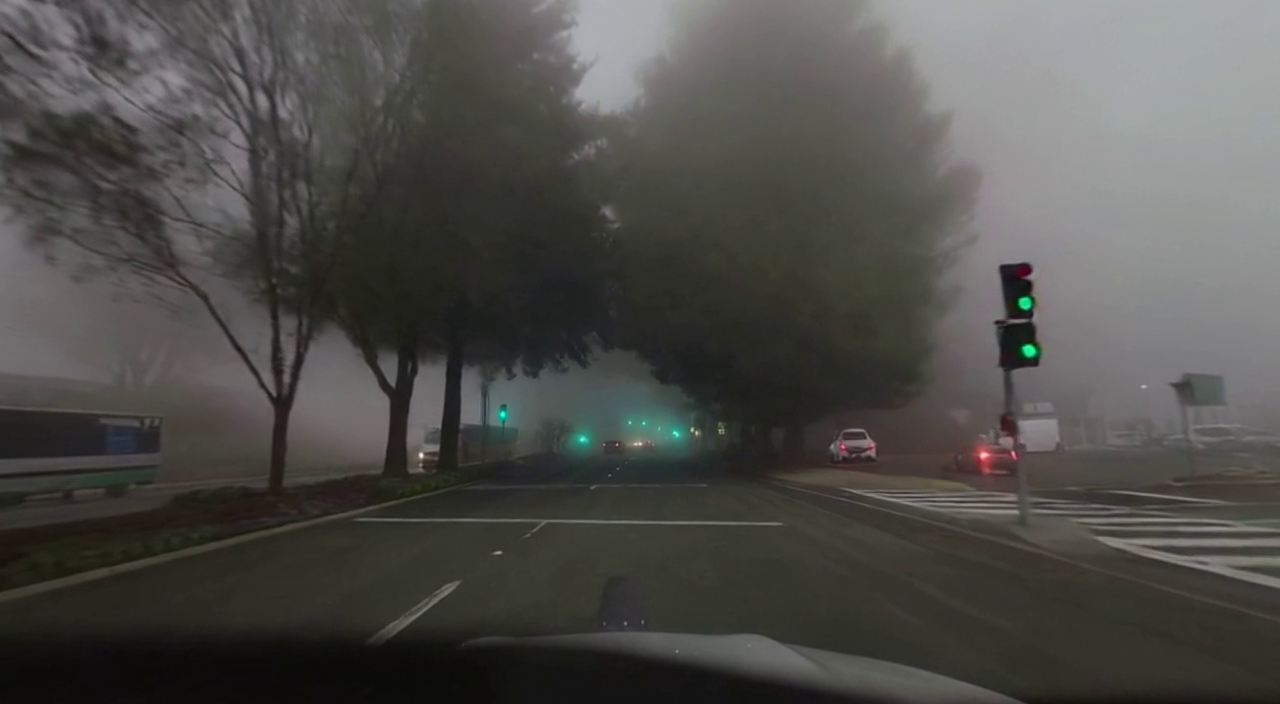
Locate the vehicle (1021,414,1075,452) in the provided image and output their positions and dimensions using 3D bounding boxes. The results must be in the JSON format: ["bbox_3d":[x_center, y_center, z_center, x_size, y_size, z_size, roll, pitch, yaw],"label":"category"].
[{"bbox_3d":[30.084,5.938,46.343,2.454,2.572,5.082,-9,-10,39],"label":"vehicle"}]

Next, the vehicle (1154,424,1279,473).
[{"bbox_3d":[23.808,3.857,25.103,4.999,1.814,2.158,-7,-11,39],"label":"vehicle"}]

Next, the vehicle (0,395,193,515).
[{"bbox_3d":[-19.137,3.129,19.277,2.958,3.304,10.523,0,-9,1],"label":"vehicle"}]

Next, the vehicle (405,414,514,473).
[{"bbox_3d":[-10.881,5.816,40.079,3.031,3.093,13.352,0,-9,0],"label":"vehicle"}]

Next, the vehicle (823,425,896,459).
[{"bbox_3d":[14.459,5.983,41.745,4.203,2.206,1.934,-1,-9,7],"label":"vehicle"}]

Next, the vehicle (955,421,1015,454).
[{"bbox_3d":[24.027,6.001,43.741,2.675,2.108,5.607,-7,-11,37],"label":"vehicle"}]
